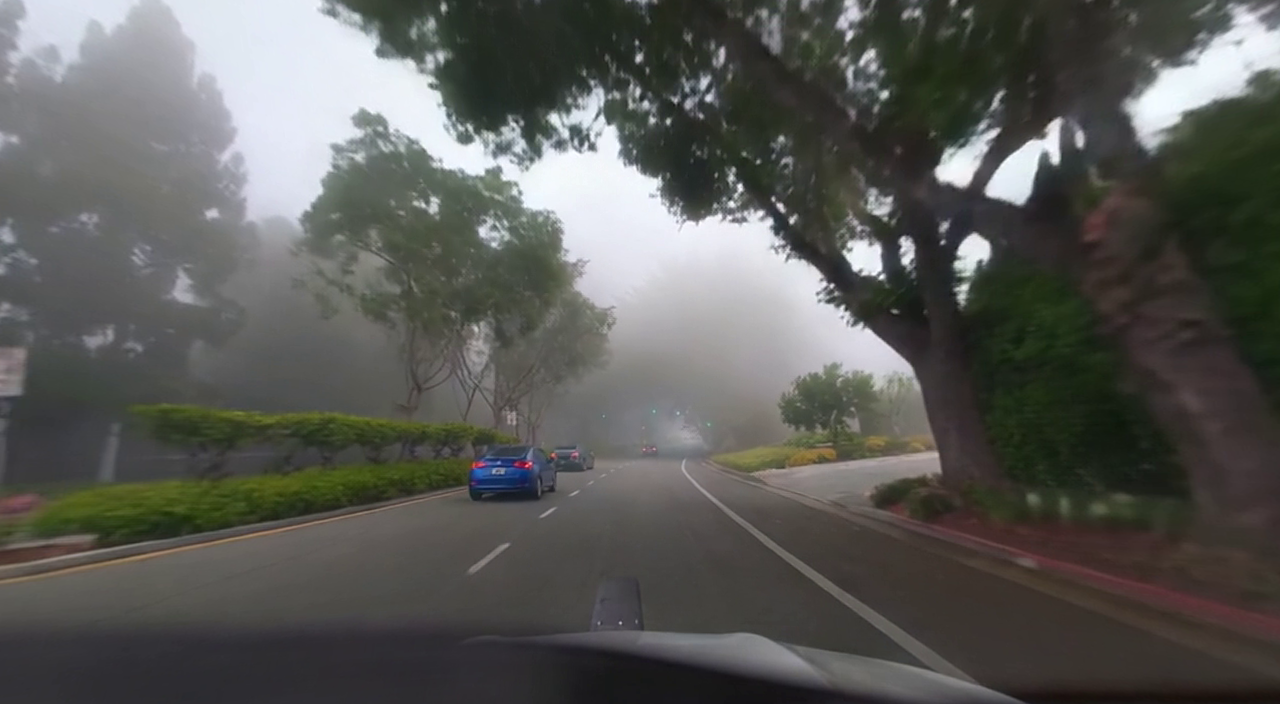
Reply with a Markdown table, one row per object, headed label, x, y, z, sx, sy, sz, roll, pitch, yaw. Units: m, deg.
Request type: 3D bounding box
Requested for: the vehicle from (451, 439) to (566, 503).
| label | x | y | z | sx | sy | sz | roll | pitch | yaw |
| --- | --- | --- | --- | --- | --- | --- | --- | --- | --- |
| vehicle | -3.364 | 3.165 | 17.239 | 2.038 | 1.486 | 4.678 | 0 | -9 | 1 |
